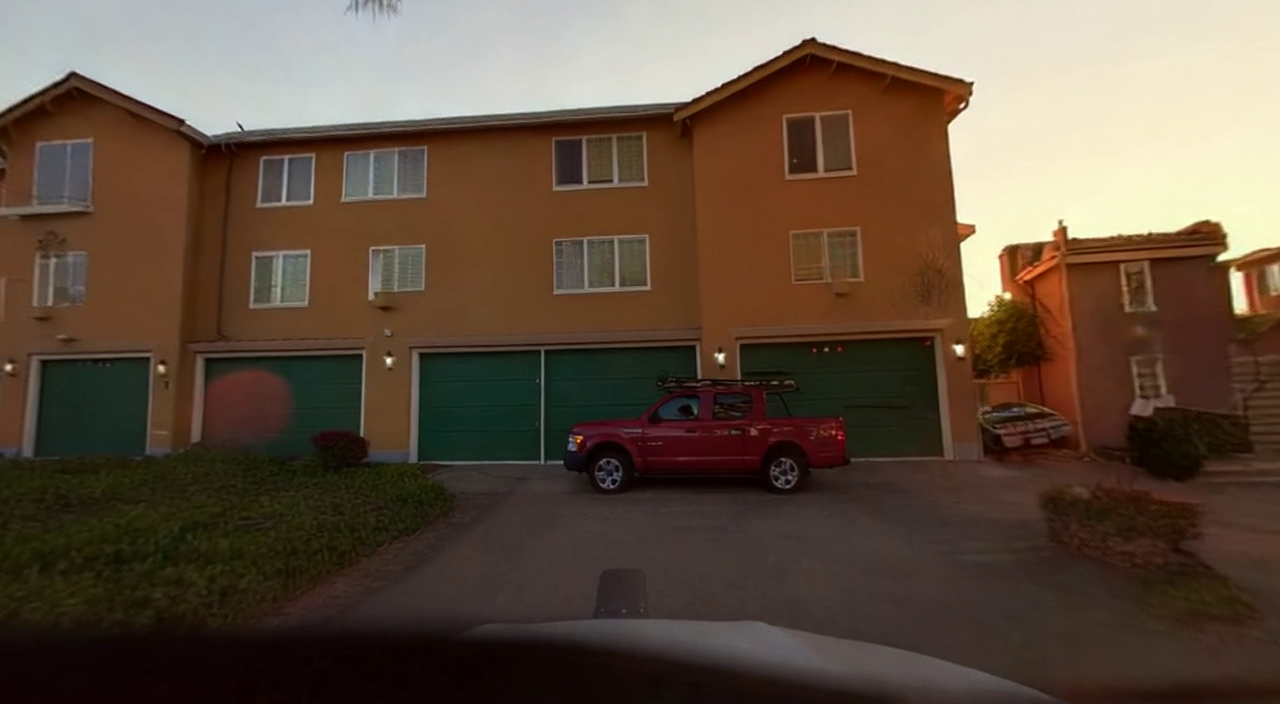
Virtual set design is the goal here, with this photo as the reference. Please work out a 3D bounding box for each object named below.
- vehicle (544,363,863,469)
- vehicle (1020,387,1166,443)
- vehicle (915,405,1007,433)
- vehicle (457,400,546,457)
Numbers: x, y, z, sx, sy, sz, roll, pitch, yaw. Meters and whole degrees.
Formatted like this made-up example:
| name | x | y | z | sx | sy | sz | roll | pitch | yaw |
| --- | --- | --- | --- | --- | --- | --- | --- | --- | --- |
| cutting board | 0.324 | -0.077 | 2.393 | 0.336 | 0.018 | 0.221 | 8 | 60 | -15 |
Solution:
| name | x | y | z | sx | sy | sz | roll | pitch | yaw |
| --- | --- | --- | --- | --- | --- | --- | --- | --- | --- |
| vehicle | 1.121 | 1.289 | 12.260 | 5.600 | 1.835 | 2.161 | -1 | -8 | 2 |
| vehicle | 16.098 | 2.285 | 22.567 | 3.770 | 1.496 | 1.951 | 6 | -9 | 3 |
| vehicle | 16.878 | 3.560 | 33.339 | 3.897 | 1.416 | 1.703 | -1 | -8 | 2 |
| vehicle | -4.434 | 2.418 | 20.746 | 1.869 | 1.460 | 3.826 | -4 | -2 | 2 |
